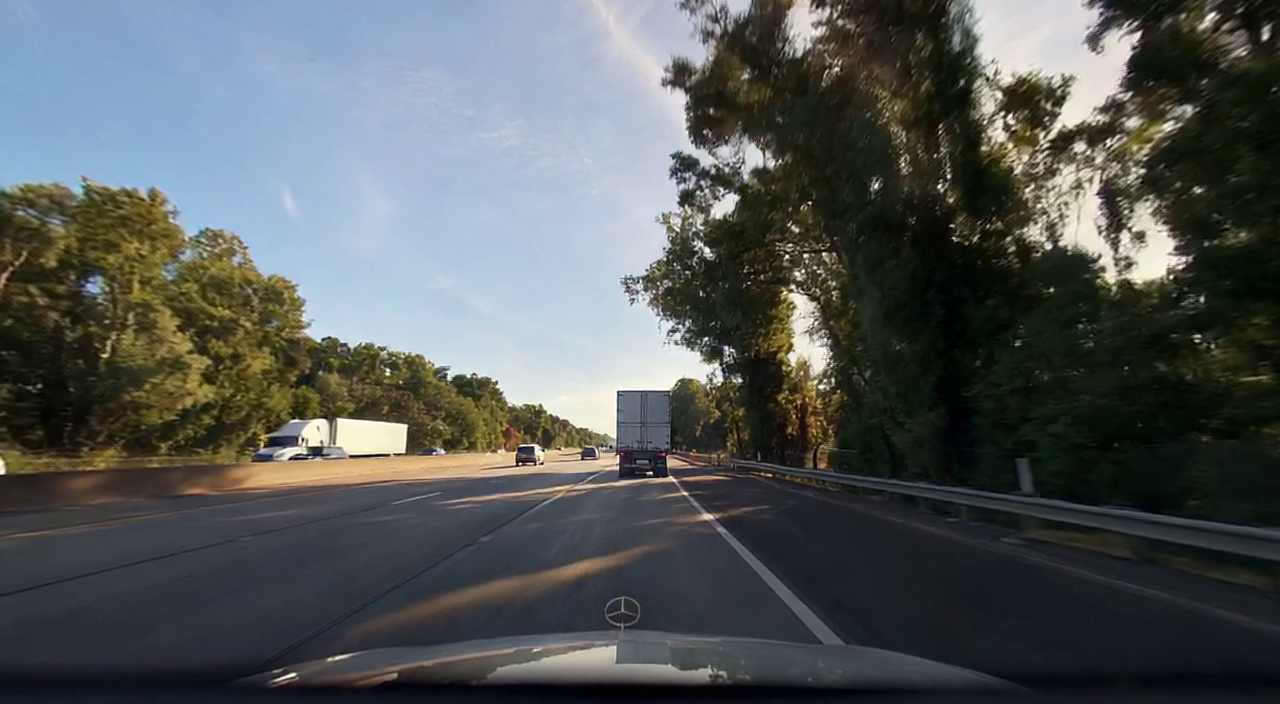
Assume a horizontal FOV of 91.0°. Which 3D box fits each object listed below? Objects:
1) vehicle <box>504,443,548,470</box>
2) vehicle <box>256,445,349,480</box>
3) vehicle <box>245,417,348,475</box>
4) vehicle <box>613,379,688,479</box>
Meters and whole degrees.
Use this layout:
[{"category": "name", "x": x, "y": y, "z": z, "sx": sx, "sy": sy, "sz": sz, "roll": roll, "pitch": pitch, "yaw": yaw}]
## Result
[{"category": "vehicle", "x": -7.515, "y": 6.902, "z": 41.912, "sx": 2.066, "sy": 1.674, "sz": 4.423, "roll": 0, "pitch": -9, "yaw": 0}, {"category": "vehicle", "x": -17.852, "y": 5.826, "z": 33.642, "sx": 2.242, "sy": 1.713, "sz": 4.902, "roll": 0, "pitch": -9, "yaw": 1}, {"category": "vehicle", "x": -25.507, "y": 7.069, "z": 47.381, "sx": 2.959, "sy": 3.986, "sz": 8.233, "roll": 0, "pitch": -9, "yaw": 1}, {"category": "vehicle", "x": 0.340, "y": 4.020, "z": 31.711, "sx": 3.052, "sy": 4.132, "sz": 11.336, "roll": 0, "pitch": -9, "yaw": -1}]
